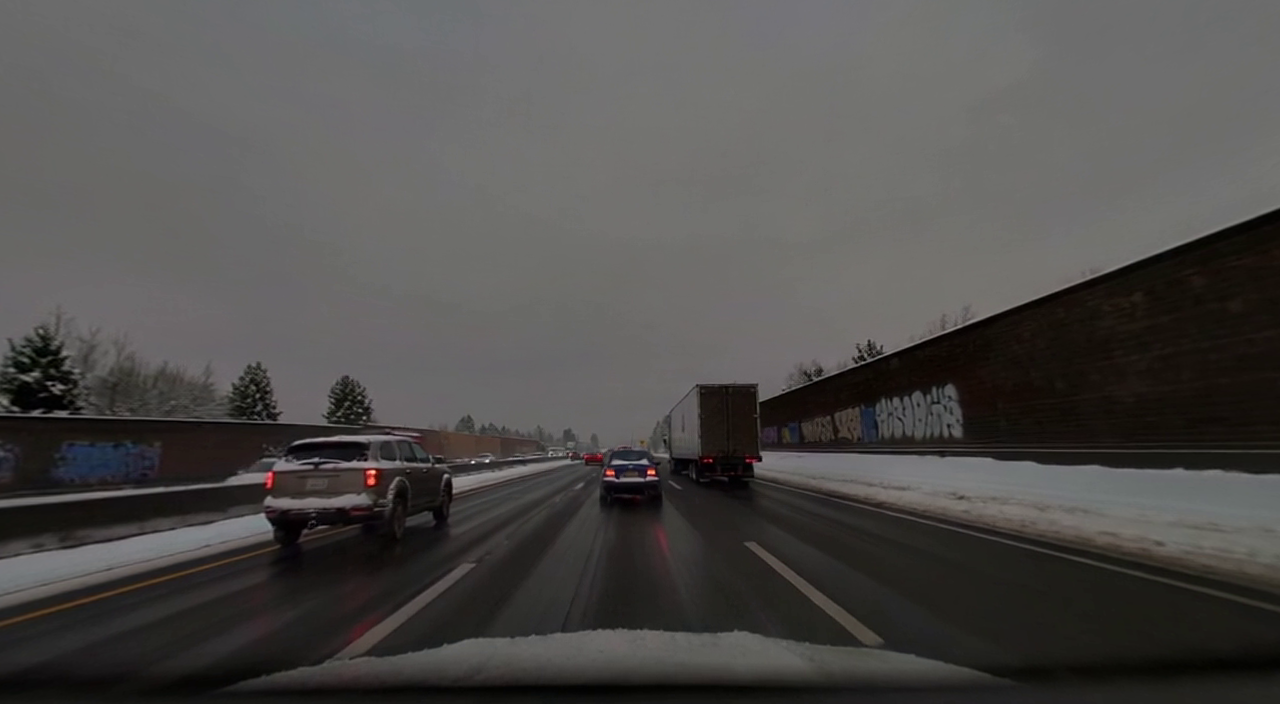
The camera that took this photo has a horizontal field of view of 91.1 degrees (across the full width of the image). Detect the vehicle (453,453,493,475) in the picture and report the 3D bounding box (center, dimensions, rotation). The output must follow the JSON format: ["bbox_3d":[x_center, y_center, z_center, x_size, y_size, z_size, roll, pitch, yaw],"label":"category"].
[{"bbox_3d":[-12.211,8.208,46.188,1.768,1.443,4.425,-1,-9,0],"label":"vehicle"}]

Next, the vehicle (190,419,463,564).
[{"bbox_3d":[-4.530,2.075,10.152,1.988,1.750,4.711,0,-9,0],"label":"vehicle"}]

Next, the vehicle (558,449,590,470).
[{"bbox_3d":[-5.043,8.277,48.418,2.067,1.481,4.085,0,-9,0],"label":"vehicle"}]

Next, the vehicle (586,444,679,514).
[{"bbox_3d":[-0.225,3.073,15.736,2.033,1.468,4.015,0,-9,-2],"label":"vehicle"}]

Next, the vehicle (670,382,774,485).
[{"bbox_3d":[3.557,4.280,31.991,2.902,4.014,14.446,0,-9,-2],"label":"vehicle"}]
